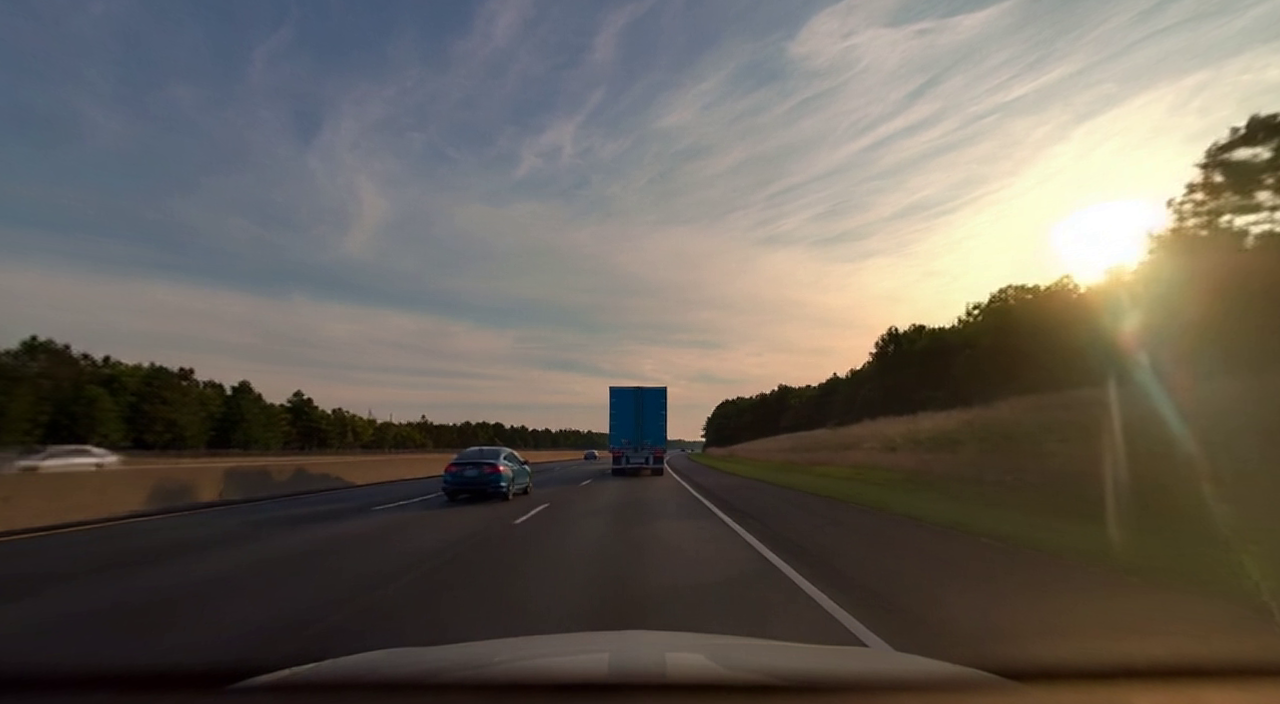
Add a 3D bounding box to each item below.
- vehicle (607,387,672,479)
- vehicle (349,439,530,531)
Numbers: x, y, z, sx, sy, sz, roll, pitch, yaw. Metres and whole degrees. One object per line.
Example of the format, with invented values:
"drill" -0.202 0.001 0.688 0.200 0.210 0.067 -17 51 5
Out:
"vehicle" 0.063 4.721 35.660 2.851 4.098 14.436 -1 -8 1
"vehicle" -3.638 2.509 12.480 2.092 1.465 4.448 0 -9 0
